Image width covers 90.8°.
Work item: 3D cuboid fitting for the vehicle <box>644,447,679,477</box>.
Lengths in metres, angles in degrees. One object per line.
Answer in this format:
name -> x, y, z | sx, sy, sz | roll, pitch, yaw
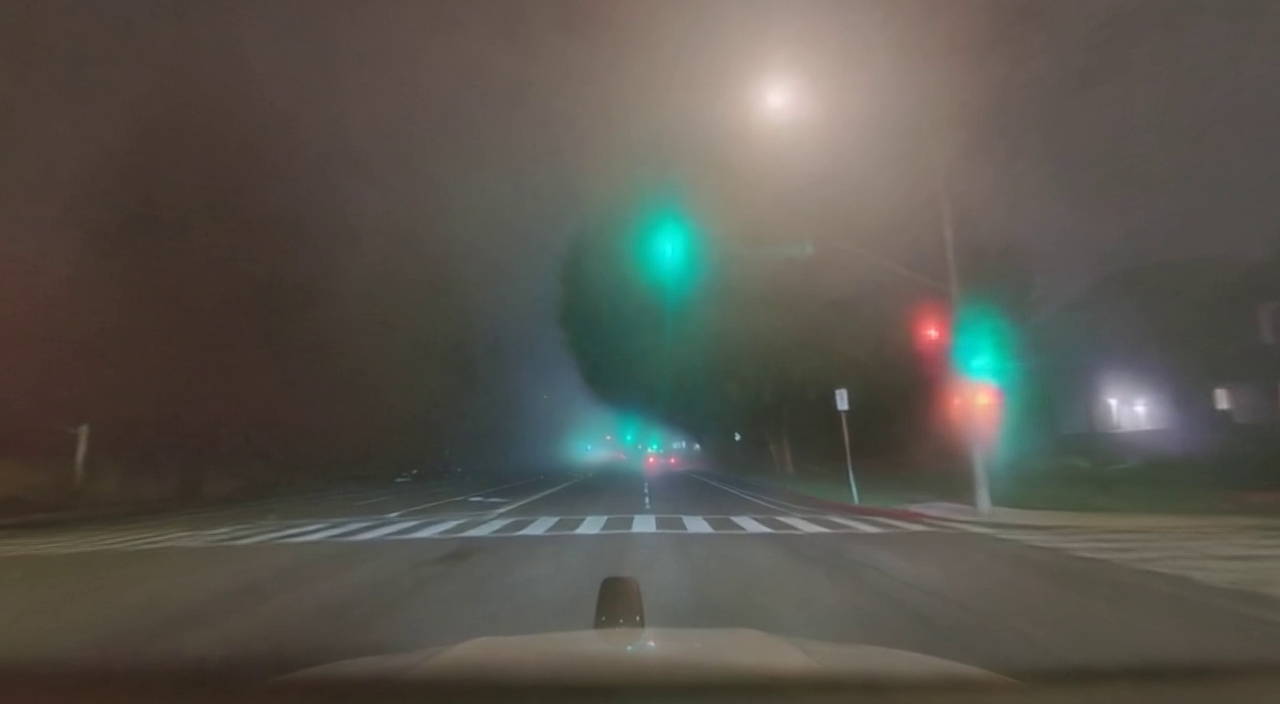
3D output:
vehicle -> 1.351, 7.152, 41.368 | 2.215, 1.799, 4.426 | 0, -9, 0
